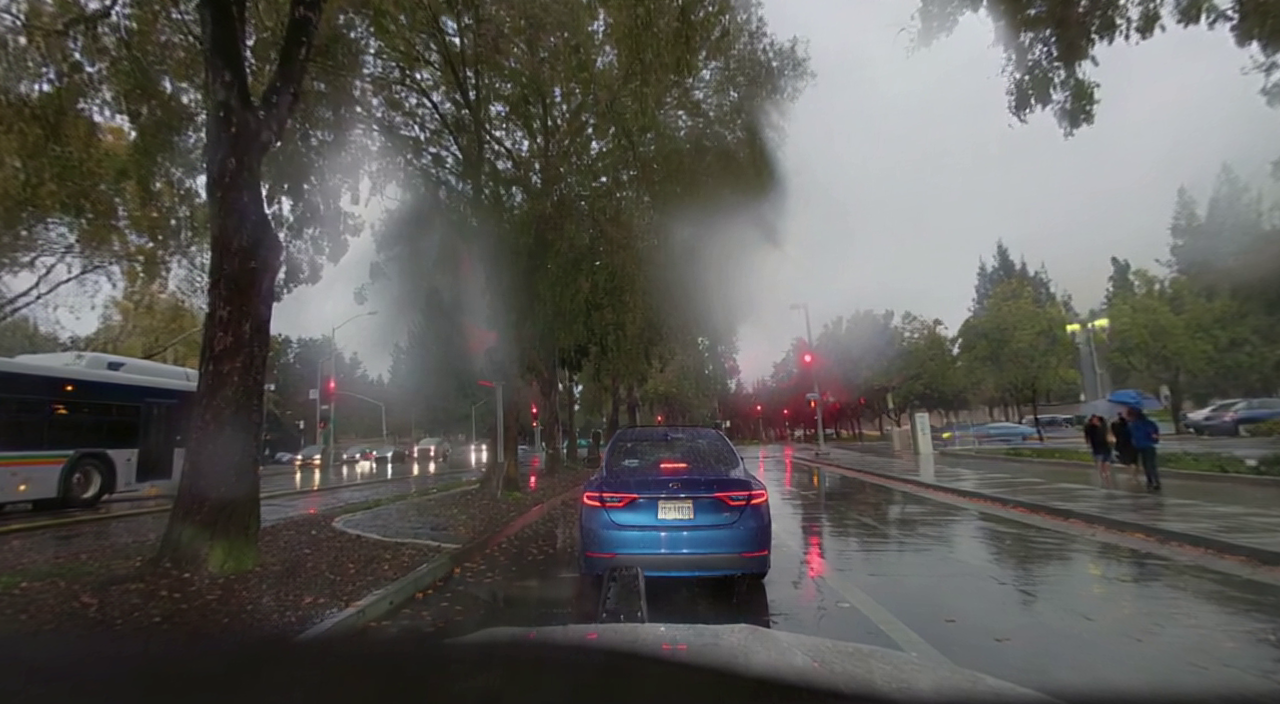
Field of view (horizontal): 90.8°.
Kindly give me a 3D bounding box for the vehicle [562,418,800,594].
[{"bbox_3d":[0.389,1.611,7.401,2.035,1.499,3.799,0,-8,1],"label":"vehicle"}]
